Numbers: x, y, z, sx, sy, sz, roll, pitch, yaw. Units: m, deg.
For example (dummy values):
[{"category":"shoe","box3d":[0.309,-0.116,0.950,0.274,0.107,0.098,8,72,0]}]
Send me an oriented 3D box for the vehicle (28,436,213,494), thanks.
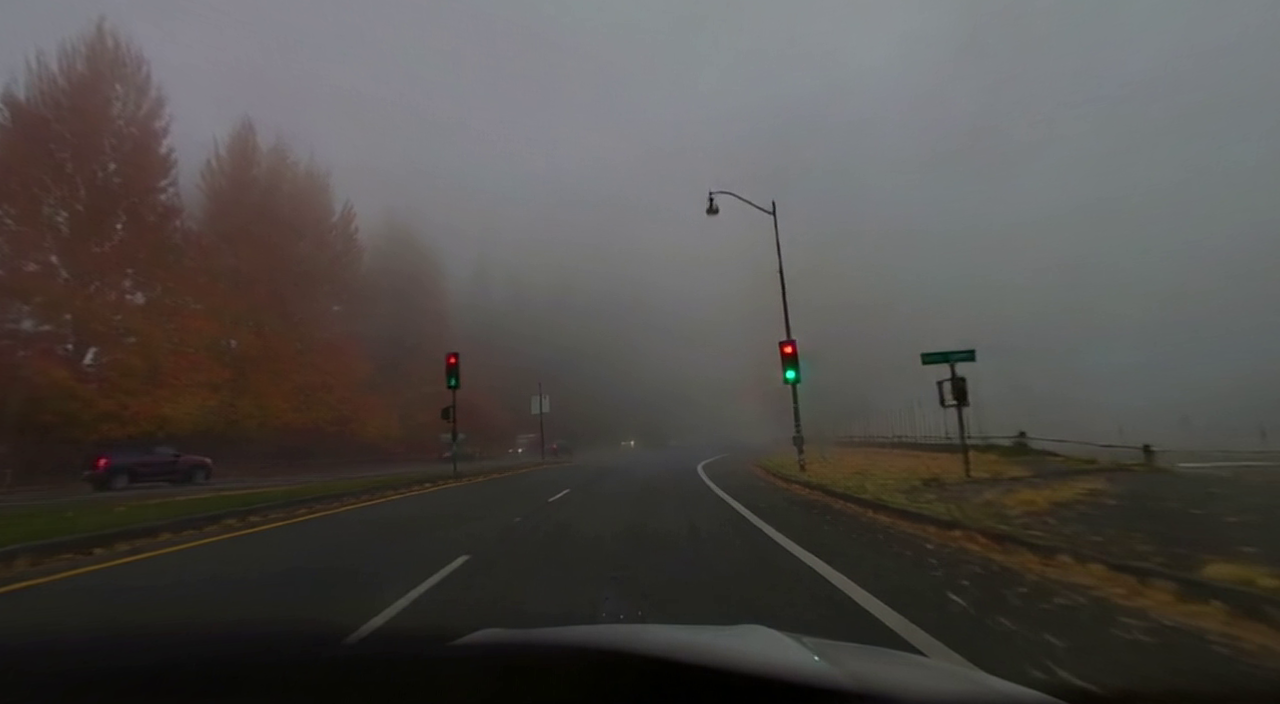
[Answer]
[{"category":"vehicle","box3d":[-20.348,4.400,25.043,2.368,2.012,5.021,-3,-9,19]}]
